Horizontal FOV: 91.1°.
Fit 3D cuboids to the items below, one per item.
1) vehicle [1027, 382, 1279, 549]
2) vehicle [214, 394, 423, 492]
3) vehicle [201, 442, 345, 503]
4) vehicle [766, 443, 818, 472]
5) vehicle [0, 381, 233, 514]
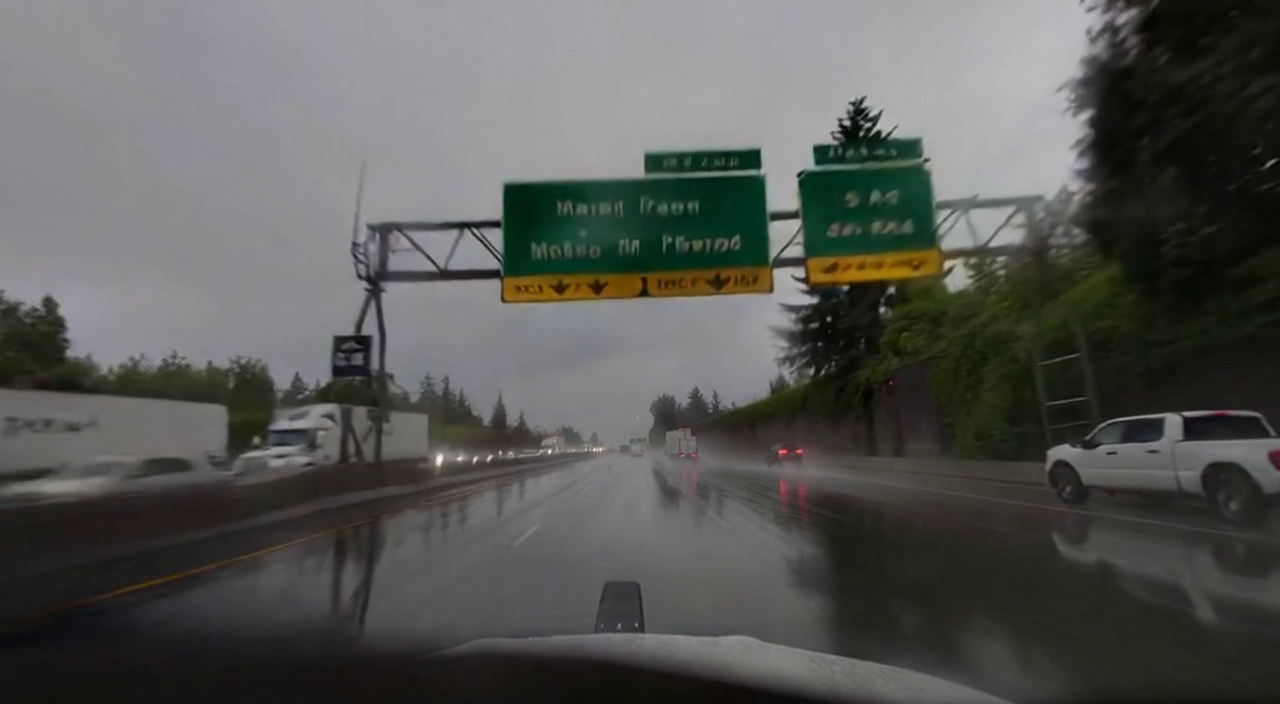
[{"bbox_3d":[9.060,1.741,10.003,2.184,2.052,5.650,0,-9,0],"label":"vehicle"},{"bbox_3d":[-16.282,5.036,34.384,3.520,4.128,15.275,0,-9,-1],"label":"vehicle"},{"bbox_3d":[-12.489,4.106,21.906,2.018,1.849,4.922,0,-9,0],"label":"vehicle"},{"bbox_3d":[9.295,6.484,38.894,1.950,1.632,4.845,0,-9,-1],"label":"vehicle"},{"bbox_3d":[-23.048,3.900,25.459,3.273,4.347,15.906,0,-9,-3],"label":"vehicle"}]
